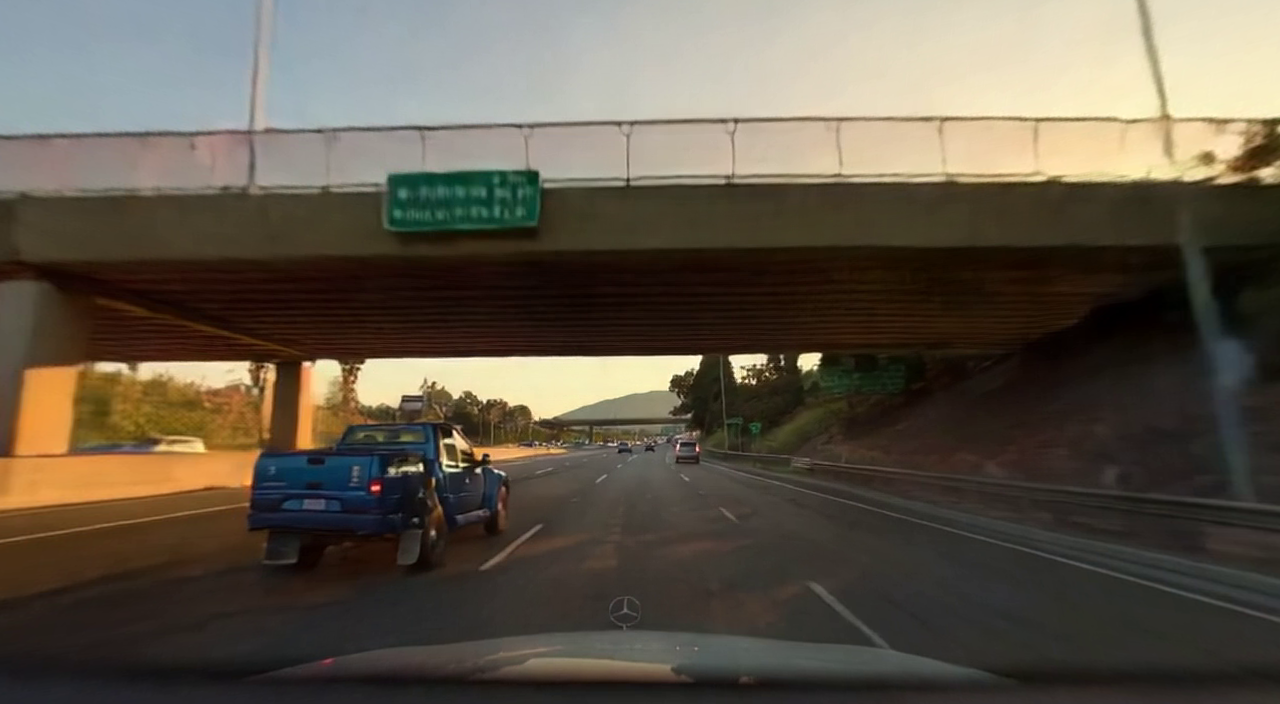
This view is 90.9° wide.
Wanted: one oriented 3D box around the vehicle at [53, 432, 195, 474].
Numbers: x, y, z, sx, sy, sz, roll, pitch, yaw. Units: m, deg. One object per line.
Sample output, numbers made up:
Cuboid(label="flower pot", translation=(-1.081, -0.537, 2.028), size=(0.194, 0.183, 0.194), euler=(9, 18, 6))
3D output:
Cuboid(label="vehicle", translation=(-23.473, 4.612, 29.035), size=(2.123, 1.721, 5.137), euler=(0, -8, 0))

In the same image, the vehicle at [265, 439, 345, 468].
Cuboid(label="vehicle", translation=(-20.105, 6.090, 38.114), size=(2.048, 1.600, 4.946), euler=(0, -8, 1))

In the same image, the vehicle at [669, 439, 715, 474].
Cuboid(label="vehicle", translation=(2.632, 5.379, 32.751), size=(2.010, 1.637, 4.940), euler=(0, -8, 1))
